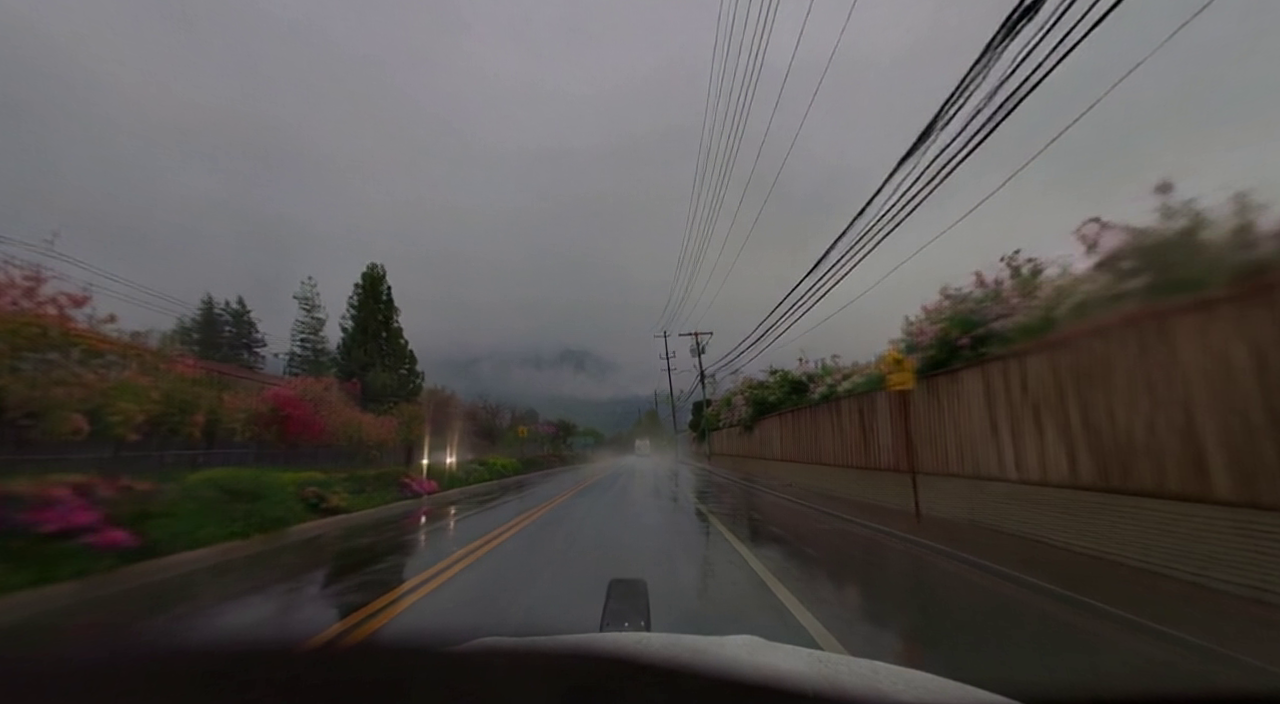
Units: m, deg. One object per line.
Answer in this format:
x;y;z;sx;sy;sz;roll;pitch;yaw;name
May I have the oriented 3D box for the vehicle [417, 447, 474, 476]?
-12.070;6.792;39.425;1.989;1.683;4.615;-1;-8;2;vehicle
